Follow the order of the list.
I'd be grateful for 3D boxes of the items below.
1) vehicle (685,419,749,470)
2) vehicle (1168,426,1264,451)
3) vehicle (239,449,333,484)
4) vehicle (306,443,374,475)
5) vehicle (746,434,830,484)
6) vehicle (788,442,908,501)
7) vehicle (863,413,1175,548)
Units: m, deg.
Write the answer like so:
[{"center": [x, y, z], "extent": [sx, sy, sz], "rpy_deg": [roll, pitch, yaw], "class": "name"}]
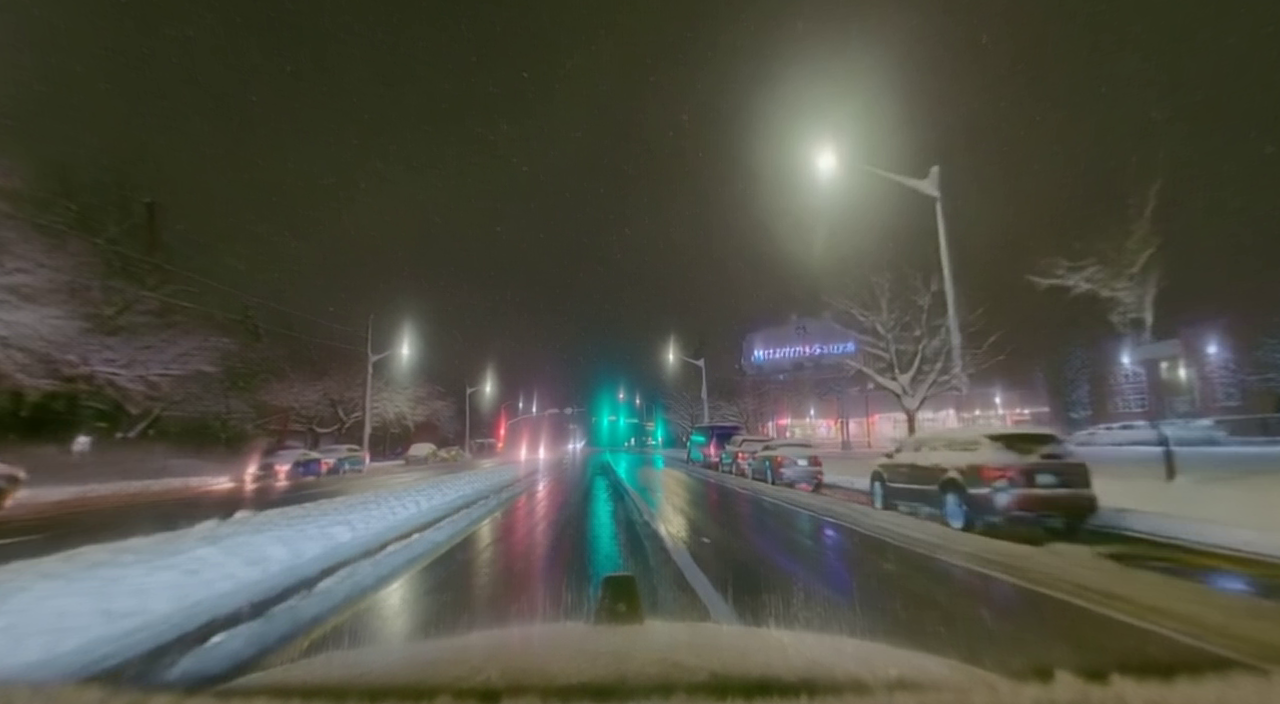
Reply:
[{"center": [4.691, 5.801, 39.787], "extent": [2.739, 2.866, 6.142], "rpy_deg": [-1, -7, -5], "class": "vehicle"}, {"center": [43.909, 6.657, 48.094], "extent": [2.062, 1.781, 5.018], "rpy_deg": [7, -11, -38], "class": "vehicle"}, {"center": [-16.843, 5.436, 30.281], "extent": [2.036, 1.478, 4.615], "rpy_deg": [0, -9, -3], "class": "vehicle"}, {"center": [-17.217, 6.160, 36.378], "extent": [1.928, 1.718, 4.279], "rpy_deg": [0, -9, -2], "class": "vehicle"}, {"center": [5.753, 4.220, 25.064], "extent": [1.952, 1.771, 4.385], "rpy_deg": [1, -9, -5], "class": "vehicle"}, {"center": [5.875, 3.425, 18.483], "extent": [1.902, 1.494, 4.622], "rpy_deg": [0, -9, -1], "class": "vehicle"}, {"center": [6.440, 2.254, 11.868], "extent": [2.092, 1.887, 5.632], "rpy_deg": [1, -9, -4], "class": "vehicle"}]
